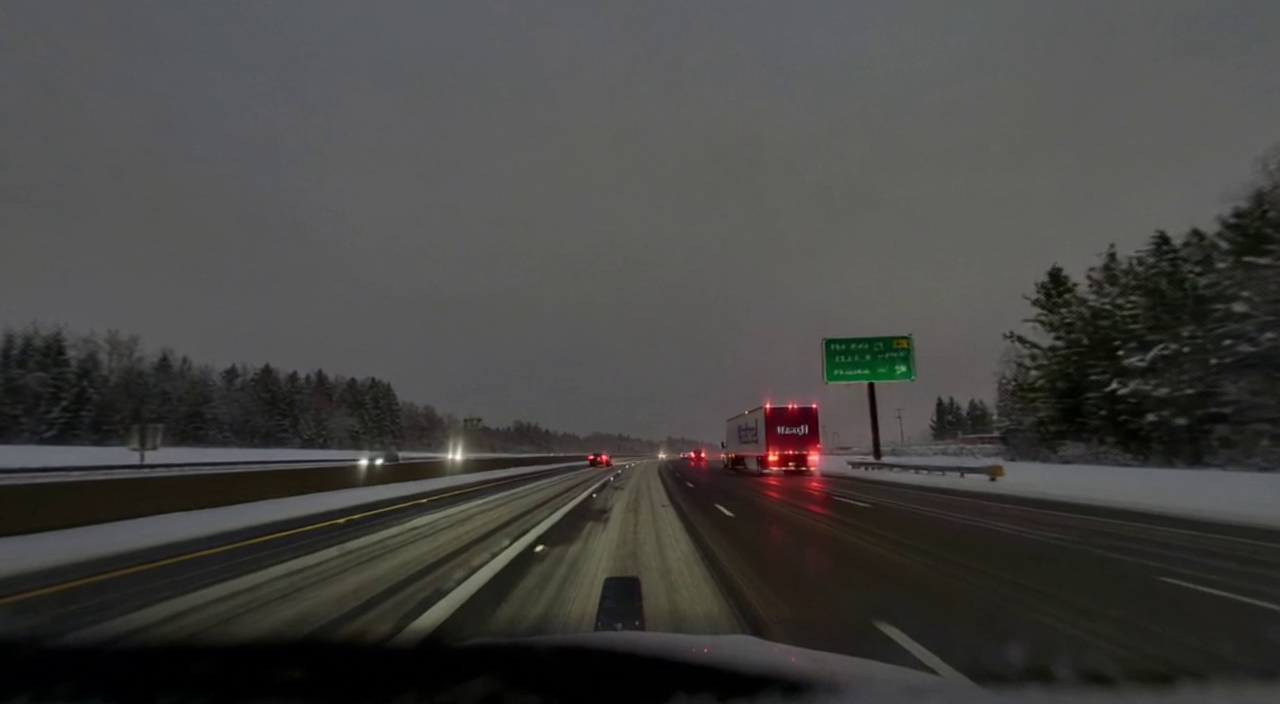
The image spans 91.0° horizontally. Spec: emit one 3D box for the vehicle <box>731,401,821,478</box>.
[{"bbox_3d":[8.467,5.899,41.790,2.912,4.143,15.538,0,-9,1],"label":"vehicle"}]
